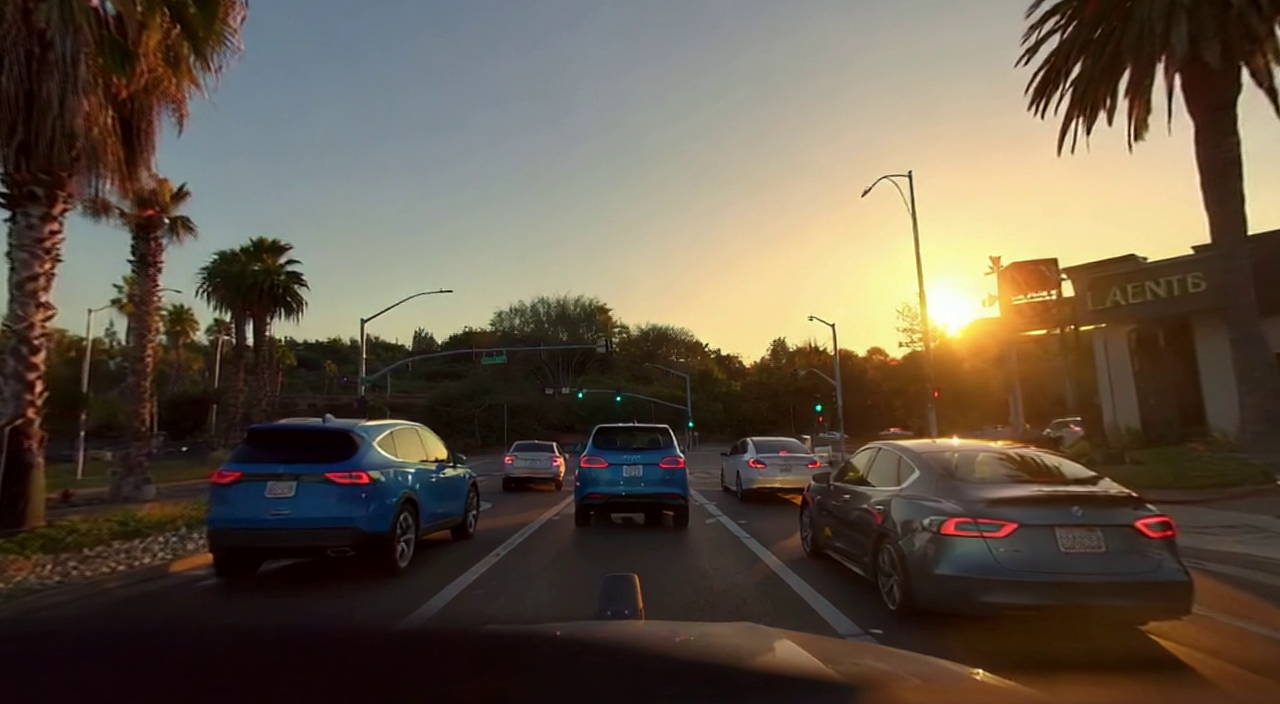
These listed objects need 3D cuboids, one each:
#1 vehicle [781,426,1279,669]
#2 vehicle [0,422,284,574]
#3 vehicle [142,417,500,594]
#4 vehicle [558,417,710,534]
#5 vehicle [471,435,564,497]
[{"bbox_3d":[2.974,1.561,6.289,2.017,1.491,4.611,0,-8,-1],"label":"vehicle"},{"bbox_3d":[-6.955,1.803,8.559,1.889,1.554,4.033,0,-8,-1],"label":"vehicle"},{"bbox_3d":[-3.308,1.685,7.813,2.014,1.534,4.455,0,-9,1],"label":"vehicle"},{"bbox_3d":[-0.144,2.188,11.738,2.280,1.747,4.361,0,-8,-2],"label":"vehicle"},{"bbox_3d":[-3.381,3.229,18.181,1.927,1.568,3.733,0,-8,0],"label":"vehicle"}]
